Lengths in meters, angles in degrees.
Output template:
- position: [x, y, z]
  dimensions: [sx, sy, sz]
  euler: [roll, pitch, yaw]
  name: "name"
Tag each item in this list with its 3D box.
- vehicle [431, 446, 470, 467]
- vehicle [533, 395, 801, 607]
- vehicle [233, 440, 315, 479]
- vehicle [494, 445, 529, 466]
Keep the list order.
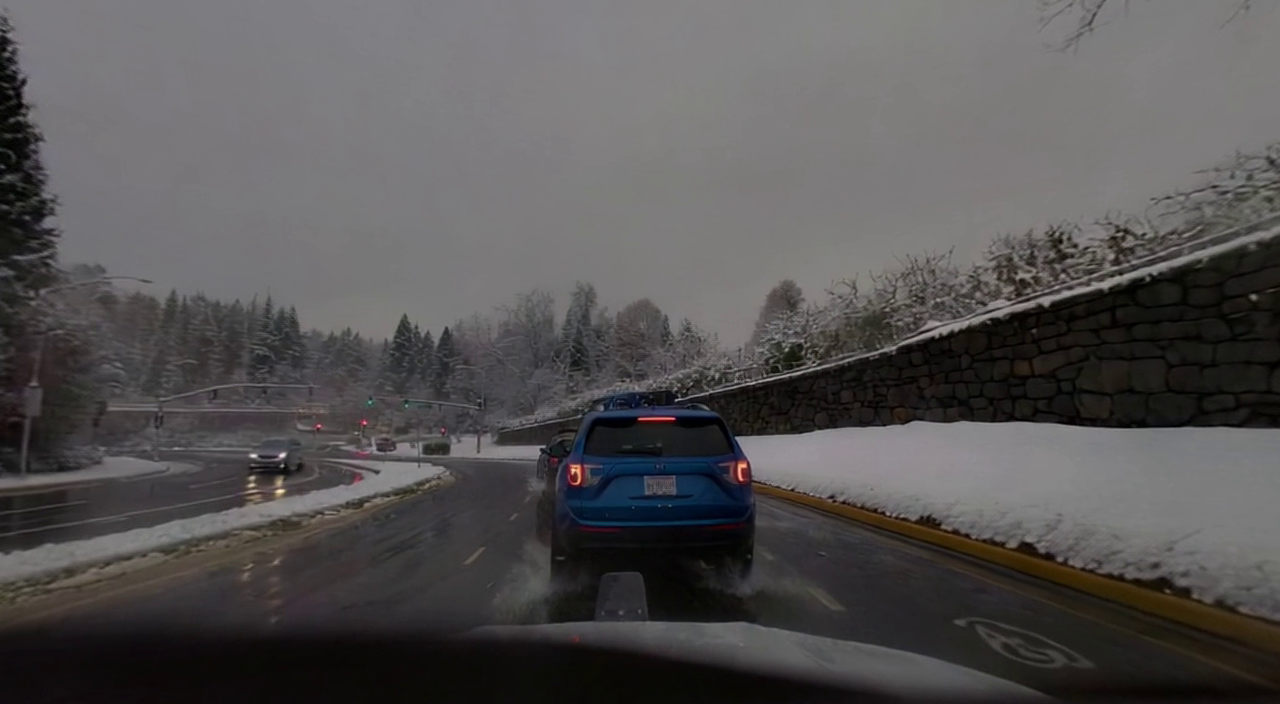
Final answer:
- position: [-14.209, 7.781, 47.304]
  dimensions: [2.023, 1.474, 4.286]
  euler: [4, -9, -26]
  name: "vehicle"
- position: [0.054, 1.569, 7.579]
  dimensions: [2.287, 1.762, 4.269]
  euler: [1, -8, -5]
  name: "vehicle"
- position: [-17.438, 5.108, 30.398]
  dimensions: [2.317, 1.695, 4.538]
  euler: [2, -9, -17]
  name: "vehicle"
- position: [-9.954, 7.908, 48.617]
  dimensions: [1.837, 1.483, 4.559]
  euler: [3, -9, -22]
  name: "vehicle"
